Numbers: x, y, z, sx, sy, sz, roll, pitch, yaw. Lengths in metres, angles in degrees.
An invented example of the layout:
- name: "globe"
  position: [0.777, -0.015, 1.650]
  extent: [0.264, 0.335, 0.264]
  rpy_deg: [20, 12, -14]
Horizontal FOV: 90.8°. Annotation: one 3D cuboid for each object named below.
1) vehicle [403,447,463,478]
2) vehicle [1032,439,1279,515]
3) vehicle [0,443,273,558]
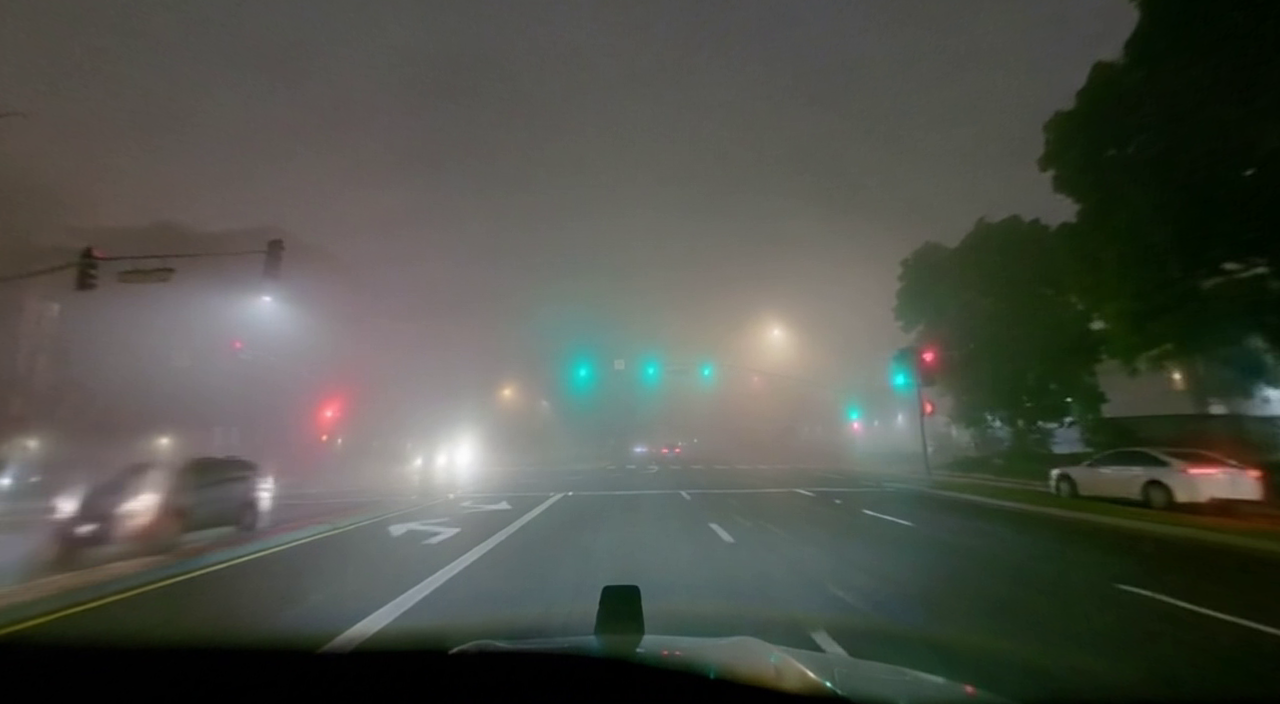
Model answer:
- name: "vehicle"
  position: [-12.424, 6.637, 38.212]
  extent: [2.030, 1.702, 4.488]
  rpy_deg: [-1, -9, 0]
- name: "vehicle"
  position: [11.661, 2.792, 14.699]
  extent: [1.955, 1.455, 4.727]
  rpy_deg: [0, -9, -1]
- name: "vehicle"
  position: [-9.120, 2.570, 11.723]
  extent: [2.010, 1.682, 4.346]
  rpy_deg: [0, -9, -1]
